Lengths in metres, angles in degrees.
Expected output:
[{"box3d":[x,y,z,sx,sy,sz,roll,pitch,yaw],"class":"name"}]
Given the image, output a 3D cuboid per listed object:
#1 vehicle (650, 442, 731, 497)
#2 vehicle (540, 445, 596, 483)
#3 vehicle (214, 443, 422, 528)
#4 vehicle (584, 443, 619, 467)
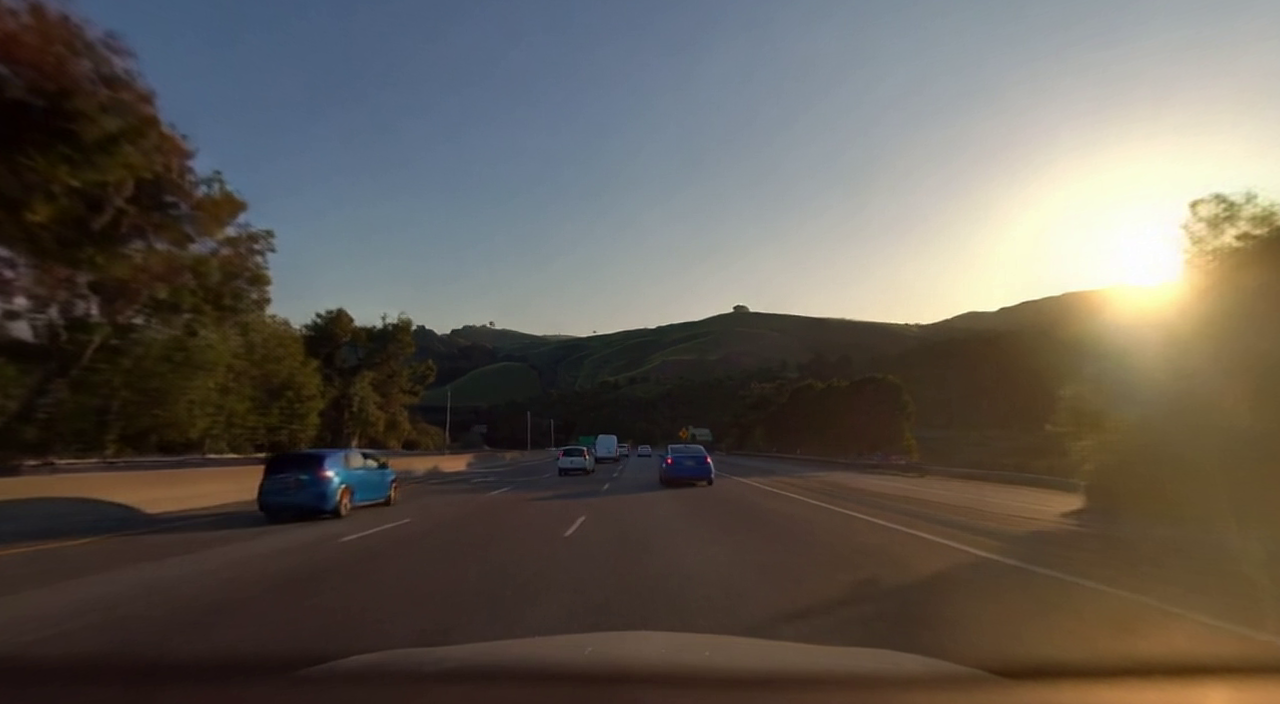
[{"box3d":[1.439,3.586,19.727,2.050,1.491,4.362,0,-8,-1],"class":"vehicle"},{"box3d":[-3.101,4.927,28.072,1.990,1.501,4.250,-1,-8,0],"class":"vehicle"},{"box3d":[-6.651,2.762,13.806,2.012,1.504,4.729,-1,-8,1],"class":"vehicle"},{"box3d":[-2.755,7.493,46.025,2.270,1.660,4.101,0,-8,0],"class":"vehicle"}]
